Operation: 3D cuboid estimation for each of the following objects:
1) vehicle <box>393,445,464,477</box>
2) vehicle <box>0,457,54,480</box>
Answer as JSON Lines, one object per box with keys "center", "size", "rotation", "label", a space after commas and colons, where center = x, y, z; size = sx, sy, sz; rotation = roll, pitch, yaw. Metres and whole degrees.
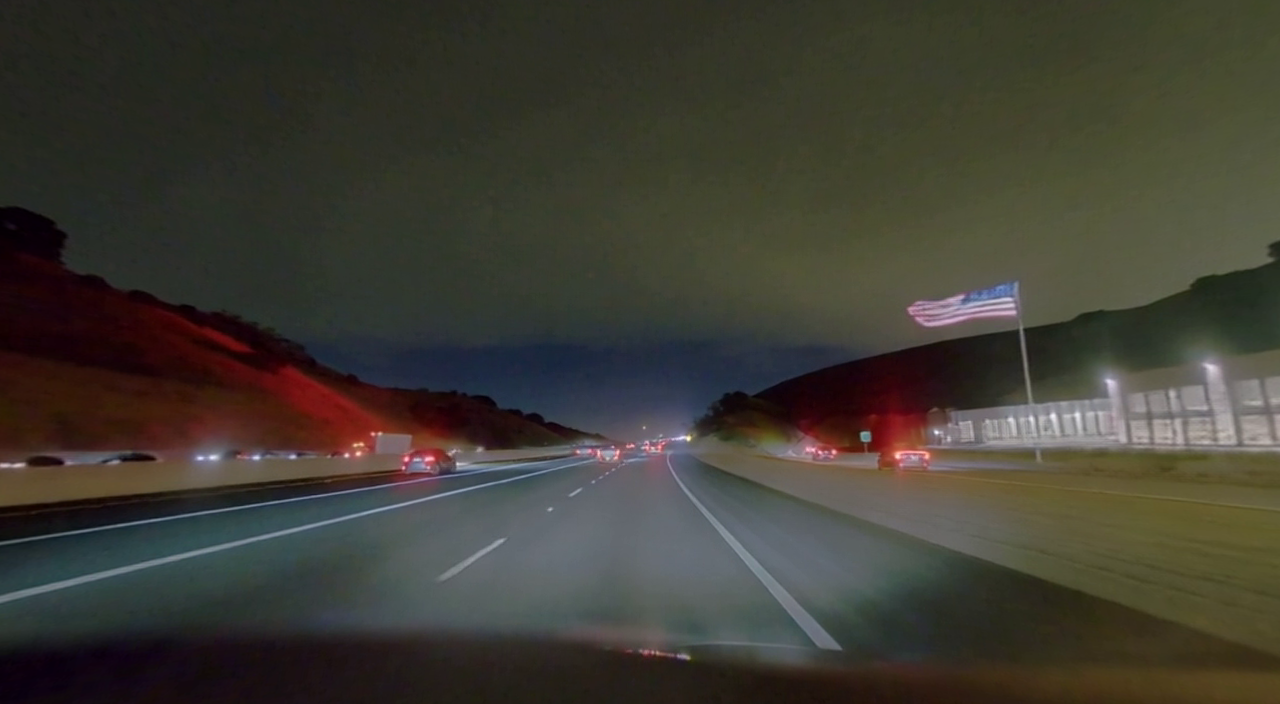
{"center": [-10.724, 5.536, 32.345], "size": [1.927, 1.454, 4.395], "rotation": [-1, -8, 2], "label": "vehicle"}
{"center": [-41.843, 7.755, 42.082], "size": [1.663, 1.425, 3.819], "rotation": [0, -8, 1], "label": "vehicle"}
